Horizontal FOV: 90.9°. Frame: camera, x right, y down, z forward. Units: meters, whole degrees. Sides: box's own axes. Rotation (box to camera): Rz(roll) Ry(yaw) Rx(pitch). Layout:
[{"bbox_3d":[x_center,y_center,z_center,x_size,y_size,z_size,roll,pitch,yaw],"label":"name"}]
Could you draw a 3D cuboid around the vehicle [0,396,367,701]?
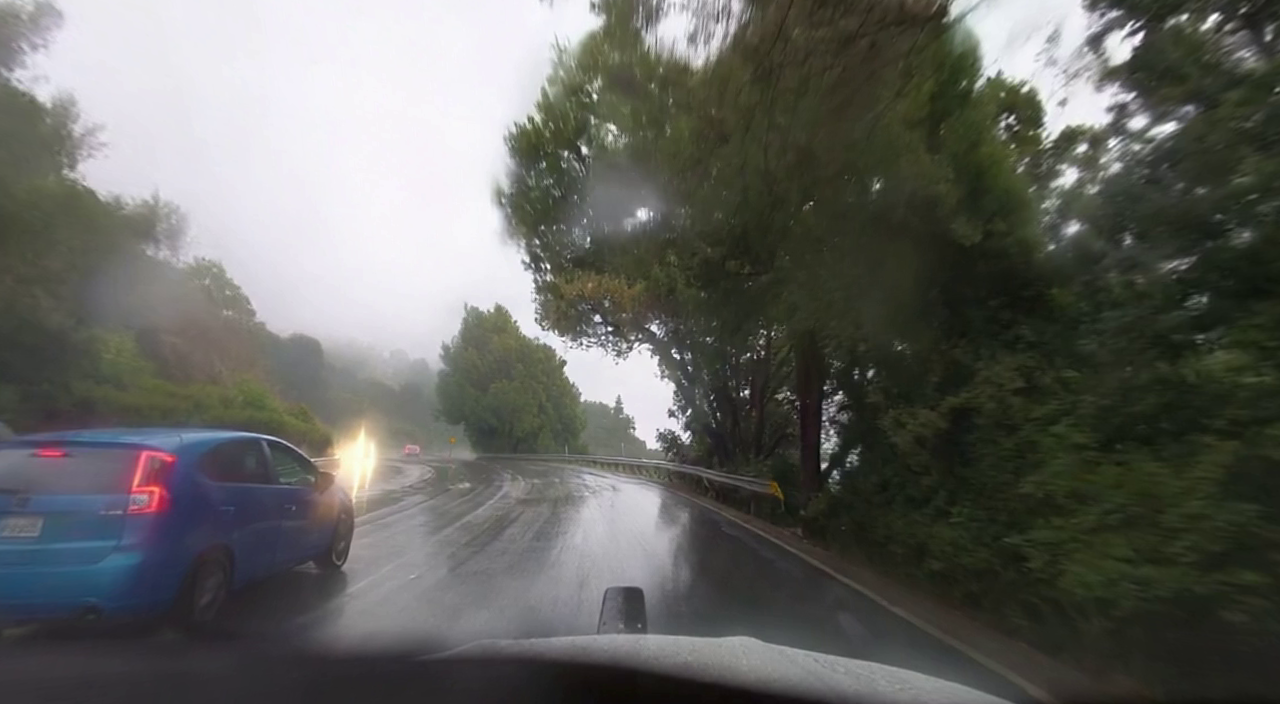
[{"bbox_3d":[-4.149,1.348,5.349,2.078,1.607,3.959,0,-9,-4],"label":"vehicle"}]
